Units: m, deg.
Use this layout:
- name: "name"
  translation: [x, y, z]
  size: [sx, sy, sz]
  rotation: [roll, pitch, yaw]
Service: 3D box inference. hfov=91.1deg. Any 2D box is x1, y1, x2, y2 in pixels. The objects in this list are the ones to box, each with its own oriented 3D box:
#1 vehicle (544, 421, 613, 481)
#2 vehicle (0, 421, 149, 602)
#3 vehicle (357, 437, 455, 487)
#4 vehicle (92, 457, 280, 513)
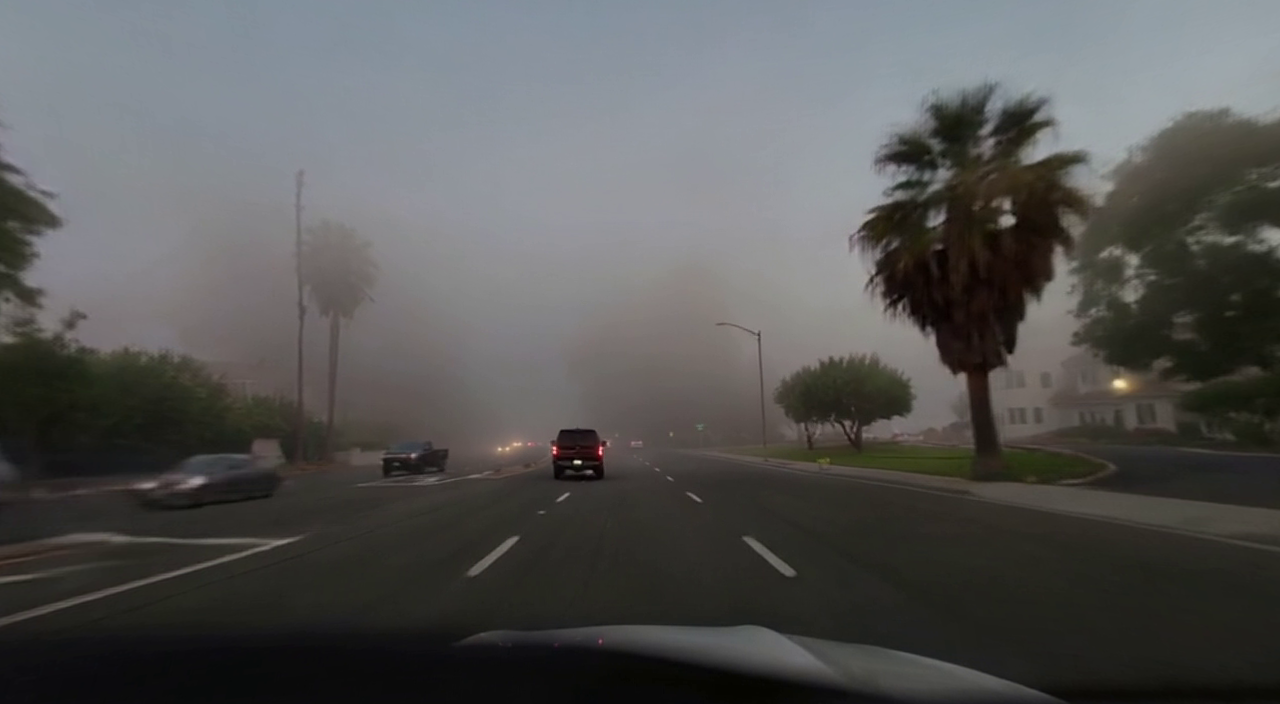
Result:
- name: "vehicle"
  translation: [-2.502, 4.080, 26.106]
  size: [2.507, 2.161, 6.049]
  rotation: [1, -9, -5]
- name: "vehicle"
  translation: [-6.647, 1.326, 5.008]
  size: [2.016, 1.576, 4.215]
  rotation: [0, -9, 0]
- name: "vehicle"
  translation: [-8.824, 4.170, 24.146]
  size: [2.114, 1.698, 4.415]
  rotation: [0, -9, -1]
- name: "vehicle"
  translation: [-12.229, 3.587, 17.364]
  size: [1.975, 1.248, 4.394]
  rotation: [0, -8, -1]
